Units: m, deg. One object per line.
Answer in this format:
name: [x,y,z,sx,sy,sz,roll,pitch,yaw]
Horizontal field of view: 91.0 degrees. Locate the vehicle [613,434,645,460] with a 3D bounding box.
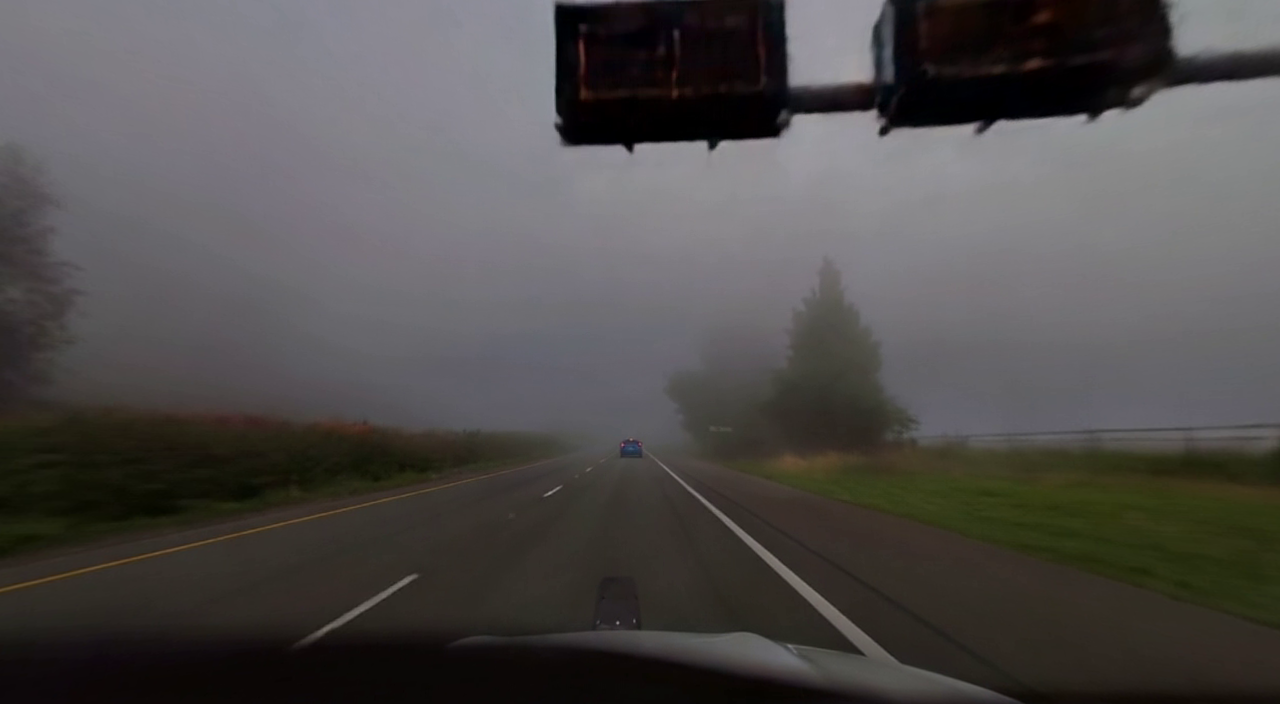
vehicle: [-0.761,6.678,44.477,2.180,1.717,4.139,0,-8,-1]
